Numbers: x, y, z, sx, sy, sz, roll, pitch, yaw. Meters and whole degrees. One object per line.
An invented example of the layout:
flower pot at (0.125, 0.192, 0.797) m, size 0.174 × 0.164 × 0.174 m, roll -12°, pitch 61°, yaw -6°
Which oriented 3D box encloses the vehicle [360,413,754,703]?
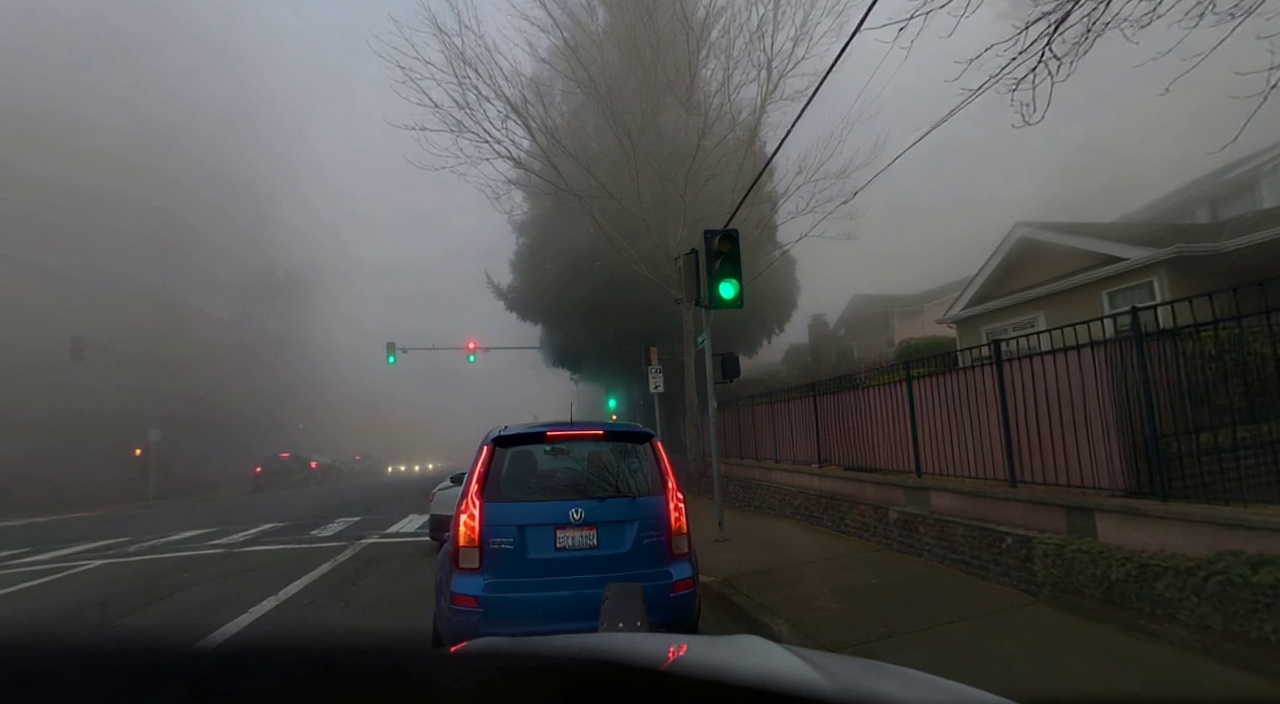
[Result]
vehicle at (-0.680, 1.352, 5.181) m, size 2.024 × 1.502 × 3.702 m, roll 1°, pitch -9°, yaw -9°
